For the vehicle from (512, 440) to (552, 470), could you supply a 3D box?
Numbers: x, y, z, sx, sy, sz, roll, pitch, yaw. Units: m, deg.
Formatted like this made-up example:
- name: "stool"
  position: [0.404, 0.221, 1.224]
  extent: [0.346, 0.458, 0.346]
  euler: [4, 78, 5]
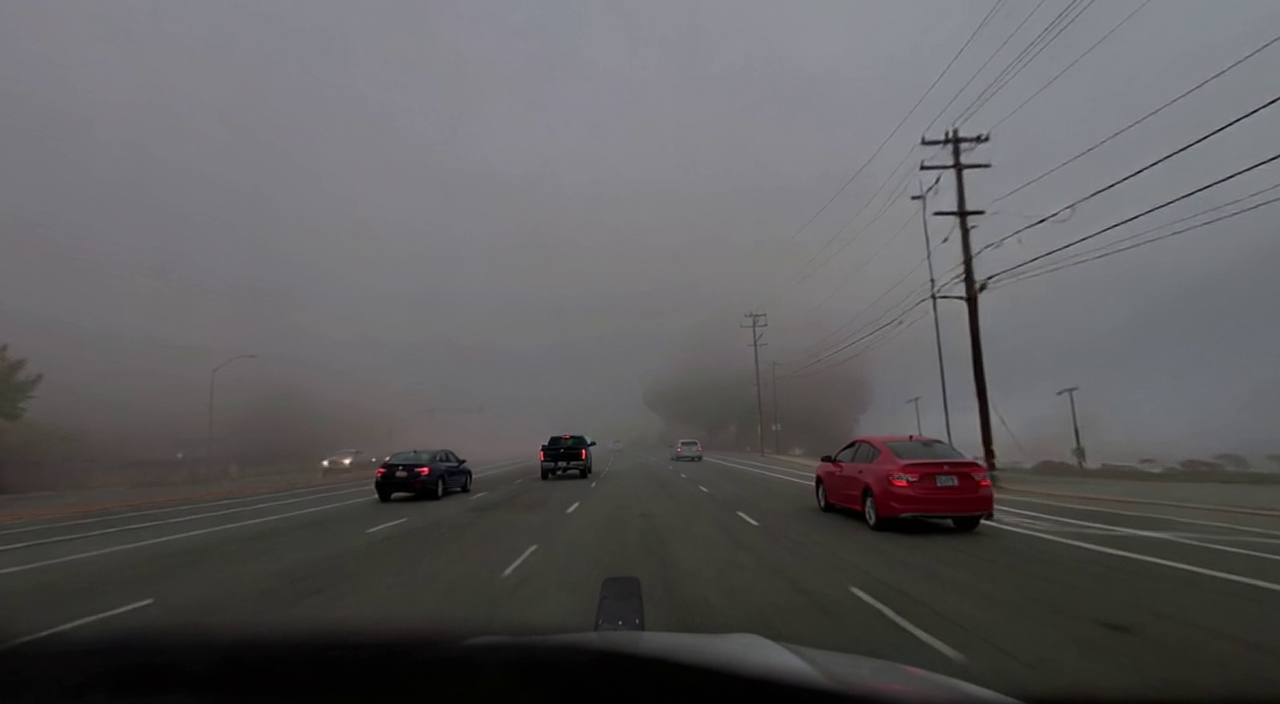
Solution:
- name: "vehicle"
  position: [-7.440, 7.176, 43.866]
  extent: [2.169, 1.865, 4.739]
  euler: [3, -11, -3]

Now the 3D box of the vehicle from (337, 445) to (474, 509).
- name: "vehicle"
  position: [-6.298, 3.378, 17.674]
  extent: [2.035, 1.497, 4.723]
  euler: [-1, -8, 0]

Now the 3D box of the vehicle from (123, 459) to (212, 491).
- name: "vehicle"
  position: [-28.778, 7.497, 38.674]
  extent: [1.911, 1.701, 4.473]
  euler: [-1, -8, 0]

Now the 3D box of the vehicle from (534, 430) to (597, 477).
- name: "vehicle"
  position: [-3.438, 4.840, 30.367]
  extent: [2.467, 1.991, 6.089]
  euler: [0, -8, -2]

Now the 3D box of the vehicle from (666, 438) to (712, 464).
- name: "vehicle"
  position: [2.850, 5.922, 37.911]
  extent: [2.071, 1.435, 4.226]
  euler: [0, -8, -5]

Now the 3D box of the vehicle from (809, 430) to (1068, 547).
- name: "vehicle"
  position: [4.348, 2.039, 10.220]
  extent: [1.840, 1.428, 4.602]
  euler: [0, -8, -1]
